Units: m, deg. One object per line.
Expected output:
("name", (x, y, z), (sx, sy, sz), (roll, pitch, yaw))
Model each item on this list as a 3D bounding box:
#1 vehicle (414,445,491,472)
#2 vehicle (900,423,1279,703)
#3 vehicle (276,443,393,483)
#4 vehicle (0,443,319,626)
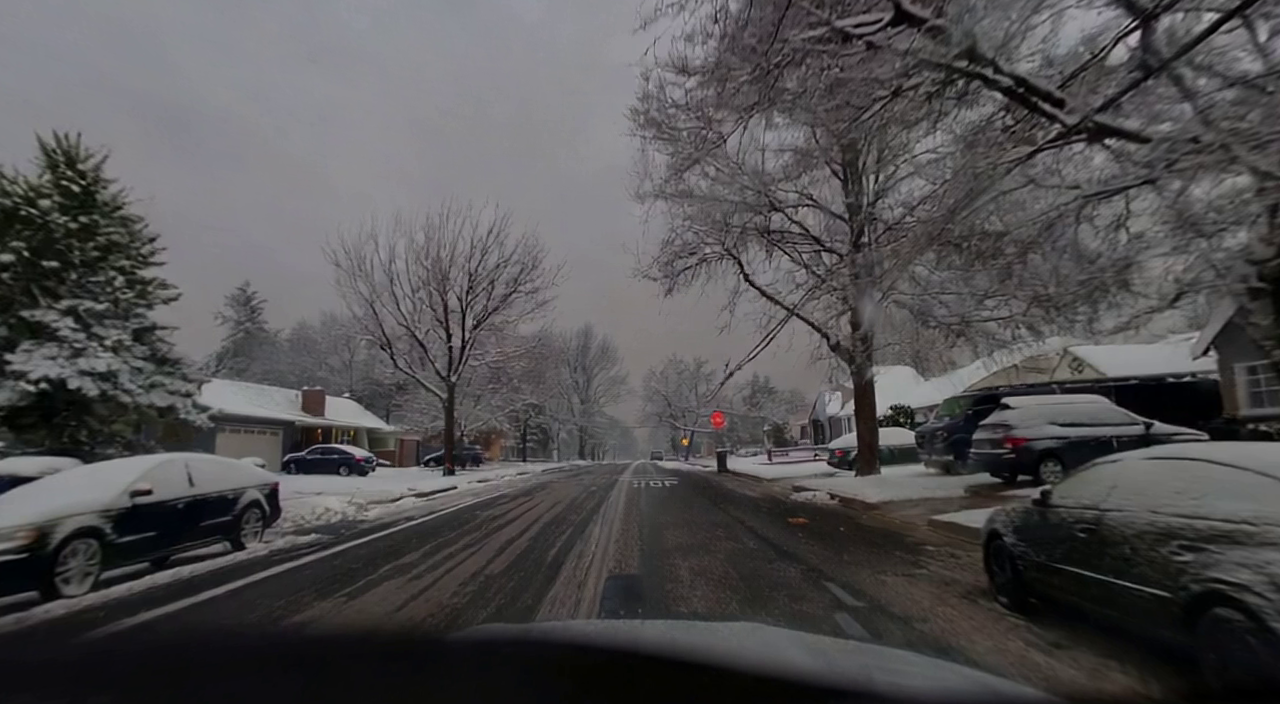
("vehicle", (-13.398, 7.615, 45.314), (4.809, 1.865, 2.093), (0, -9, -1))
("vehicle", (3.476, 1.147, 3.383), (2.016, 1.450, 4.727), (0, -9, -2))
("vehicle", (-14.213, 5.143, 29.532), (4.493, 1.776, 1.997), (-1, -9, 9))
("vehicle", (-6.414, 1.991, 7.820), (2.099, 1.532, 5.262), (-4, -9, 1))
